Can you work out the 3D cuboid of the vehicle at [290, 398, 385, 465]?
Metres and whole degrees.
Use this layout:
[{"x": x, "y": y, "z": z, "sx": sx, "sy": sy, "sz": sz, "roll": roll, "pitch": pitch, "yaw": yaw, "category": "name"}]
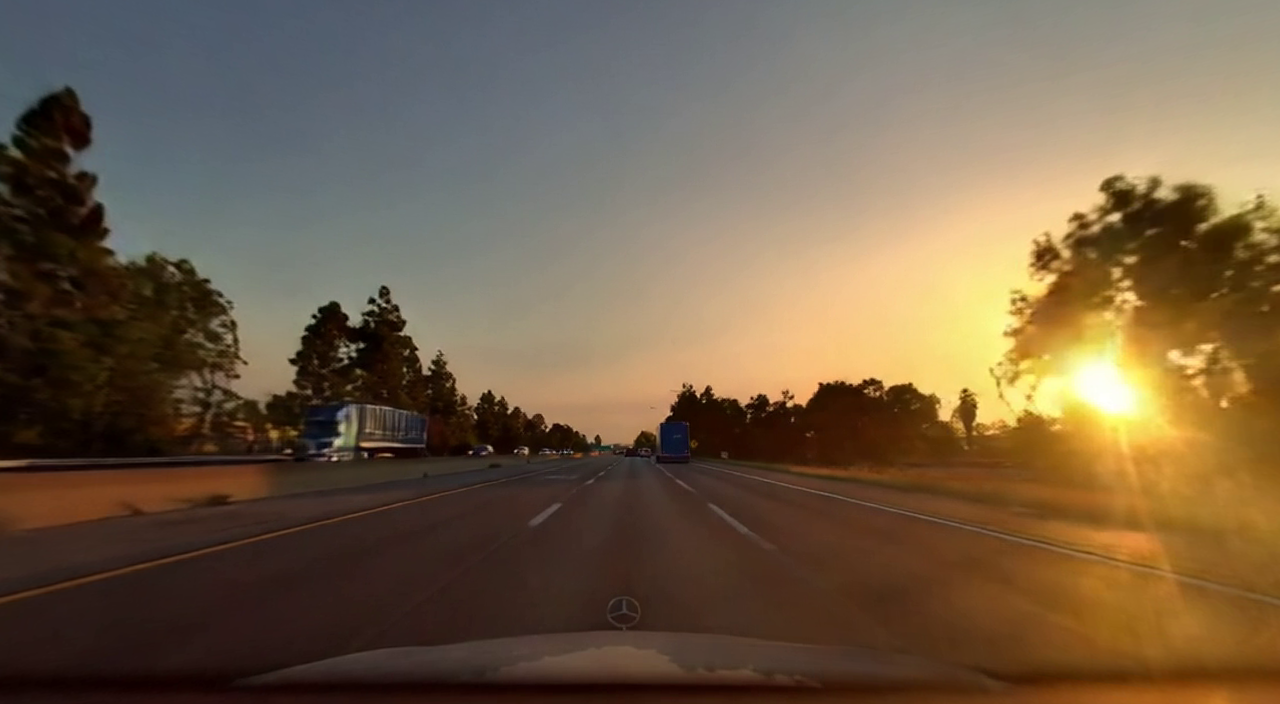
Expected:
[{"x": -20.143, "y": 5.452, "z": 42.469, "sx": 3.050, "sy": 4.121, "sz": 6.527, "roll": 0, "pitch": -9, "yaw": -1, "category": "vehicle"}]
